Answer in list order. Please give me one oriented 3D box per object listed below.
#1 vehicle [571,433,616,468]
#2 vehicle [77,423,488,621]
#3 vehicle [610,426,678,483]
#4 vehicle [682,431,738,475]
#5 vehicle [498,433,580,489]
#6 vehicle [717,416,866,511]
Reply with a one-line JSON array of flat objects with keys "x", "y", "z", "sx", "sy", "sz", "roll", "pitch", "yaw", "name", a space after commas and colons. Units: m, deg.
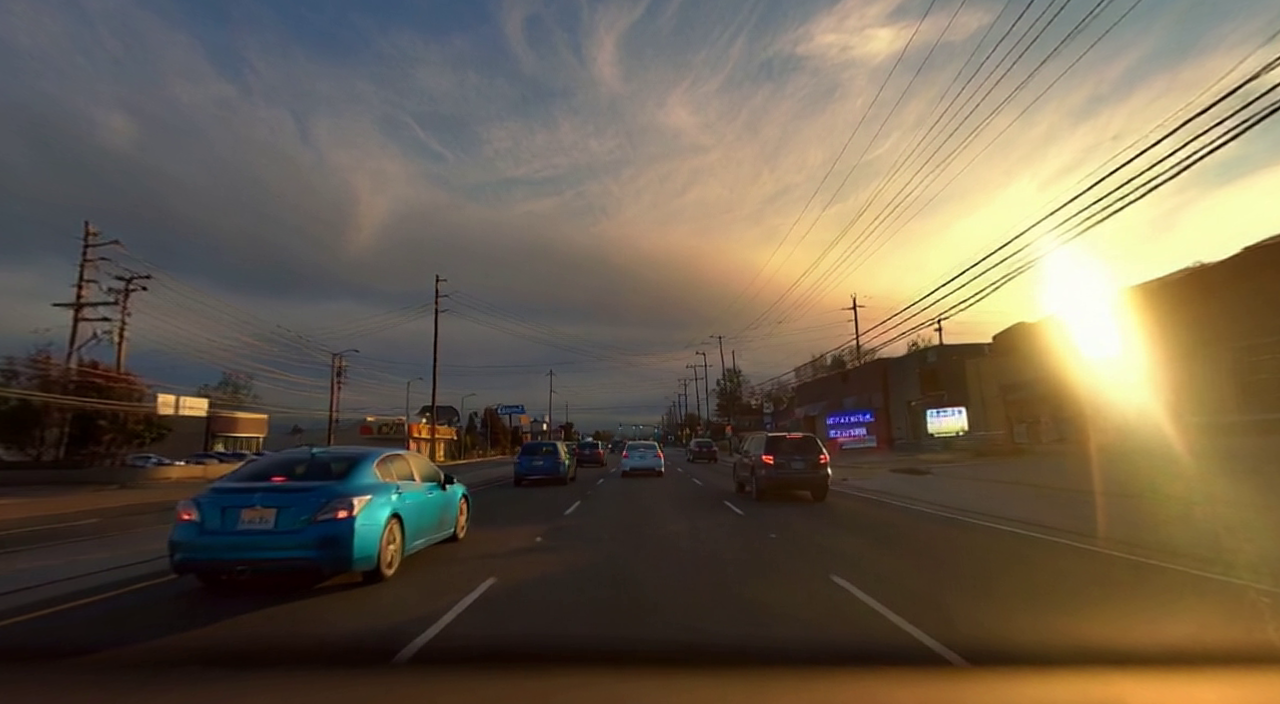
[{"x": -2.827, "y": 6.195, "z": 39.947, "sx": 2.405, "sy": 2.009, "sz": 5.909, "roll": 0, "pitch": -8, "yaw": 0, "name": "vehicle"}, {"x": -3.299, "y": 1.641, "z": 7.161, "sx": 2.022, "sy": 1.498, "sz": 4.471, "roll": 0, "pitch": -8, "yaw": 0, "name": "vehicle"}, {"x": 0.109, "y": 3.815, "z": 23.700, "sx": 2.326, "sy": 1.925, "sz": 4.253, "roll": 0, "pitch": -8, "yaw": -1, "name": "vehicle"}, {"x": 3.208, "y": 4.724, "z": 29.809, "sx": 2.026, "sy": 1.904, "sz": 4.102, "roll": 0, "pitch": -8, "yaw": -2, "name": "vehicle"}, {"x": -3.233, "y": 3.573, "z": 21.017, "sx": 2.051, "sy": 1.671, "sz": 3.861, "roll": 0, "pitch": -8, "yaw": 0, "name": "vehicle"}, {"x": 3.361, "y": 2.612, "z": 15.265, "sx": 2.282, "sy": 1.897, "sz": 4.915, "roll": 0, "pitch": -8, "yaw": -1, "name": "vehicle"}]
